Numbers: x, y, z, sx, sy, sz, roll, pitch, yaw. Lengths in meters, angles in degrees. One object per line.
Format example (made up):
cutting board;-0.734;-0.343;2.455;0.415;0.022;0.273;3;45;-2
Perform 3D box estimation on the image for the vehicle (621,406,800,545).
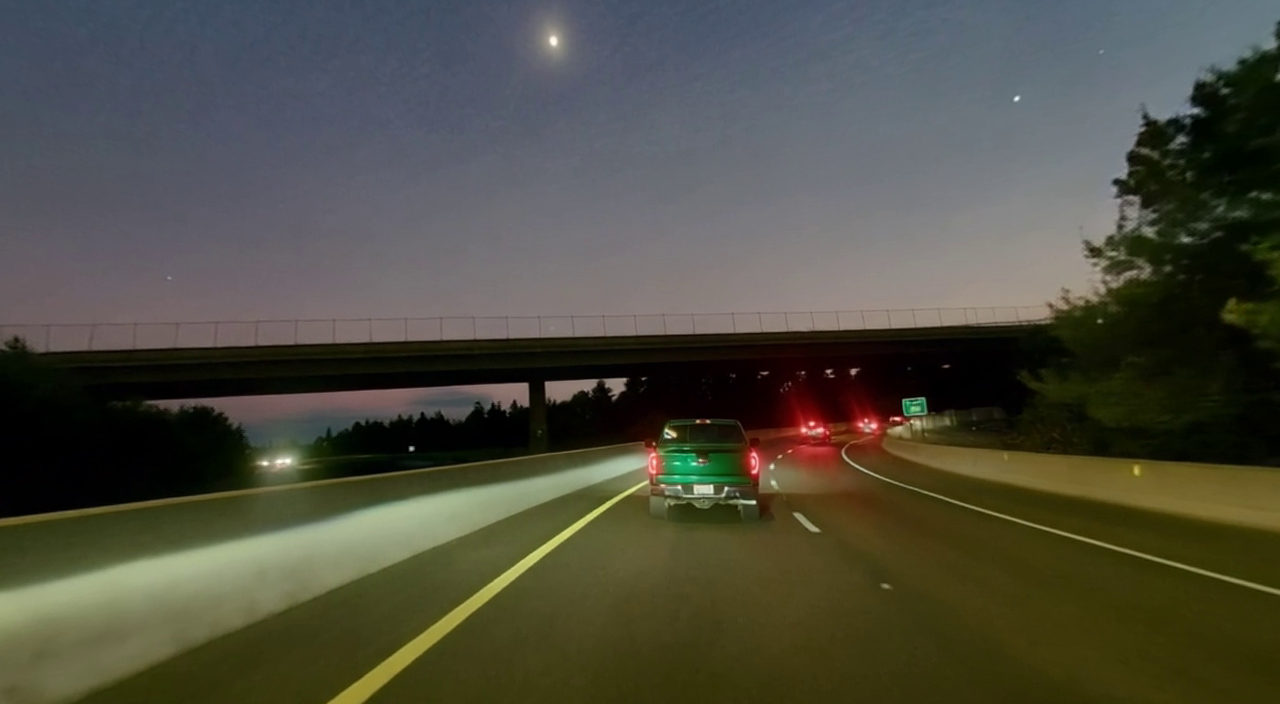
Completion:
vehicle;1.092;1.887;10.242;2.235;1.716;4.435;-1;-8;6
